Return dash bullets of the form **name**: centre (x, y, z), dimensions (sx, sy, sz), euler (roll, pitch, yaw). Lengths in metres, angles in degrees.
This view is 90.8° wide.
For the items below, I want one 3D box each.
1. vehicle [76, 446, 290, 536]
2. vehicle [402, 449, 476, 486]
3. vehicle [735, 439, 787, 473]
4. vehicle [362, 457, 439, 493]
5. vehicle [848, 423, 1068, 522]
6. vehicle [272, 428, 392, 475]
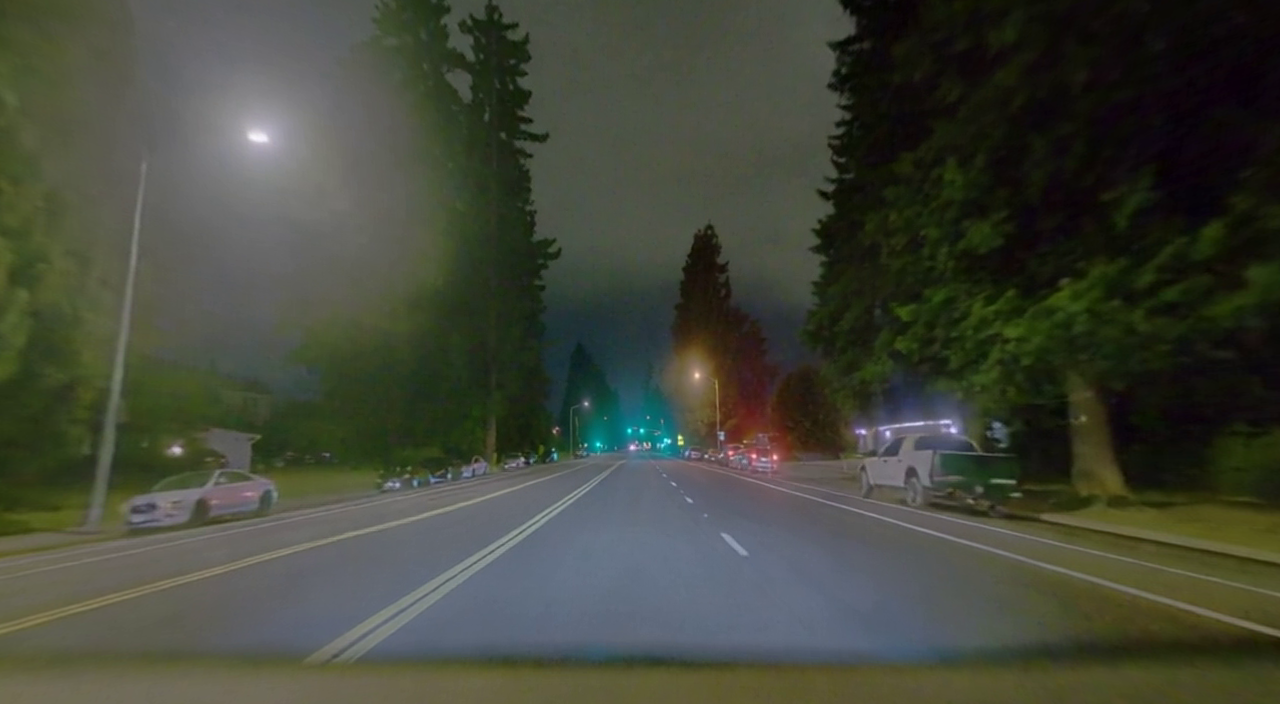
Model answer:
- **vehicle**: centre (-10.739, 3.248, 15.338), dimensions (1.996, 1.781, 4.139), euler (-3, -9, 2)
- **vehicle**: centre (-10.734, 6.184, 34.214), dimensions (2.050, 1.769, 5.585), euler (0, -9, 1)
- **vehicle**: centre (7.267, 6.308, 38.510), dimensions (2.103, 1.912, 4.892), euler (0, -9, -1)
- **vehicle**: centre (-10.807, 5.548, 28.863), dimensions (1.838, 1.450, 4.317), euler (0, -9, -1)
- **vehicle**: centre (7.388, 2.874, 15.757), dimensions (2.224, 1.956, 6.057), euler (0, -9, -1)
- **vehicle**: centre (-20.694, 6.739, 42.714), dimensions (6.604, 3.012, 2.656), euler (0, -9, 1)
